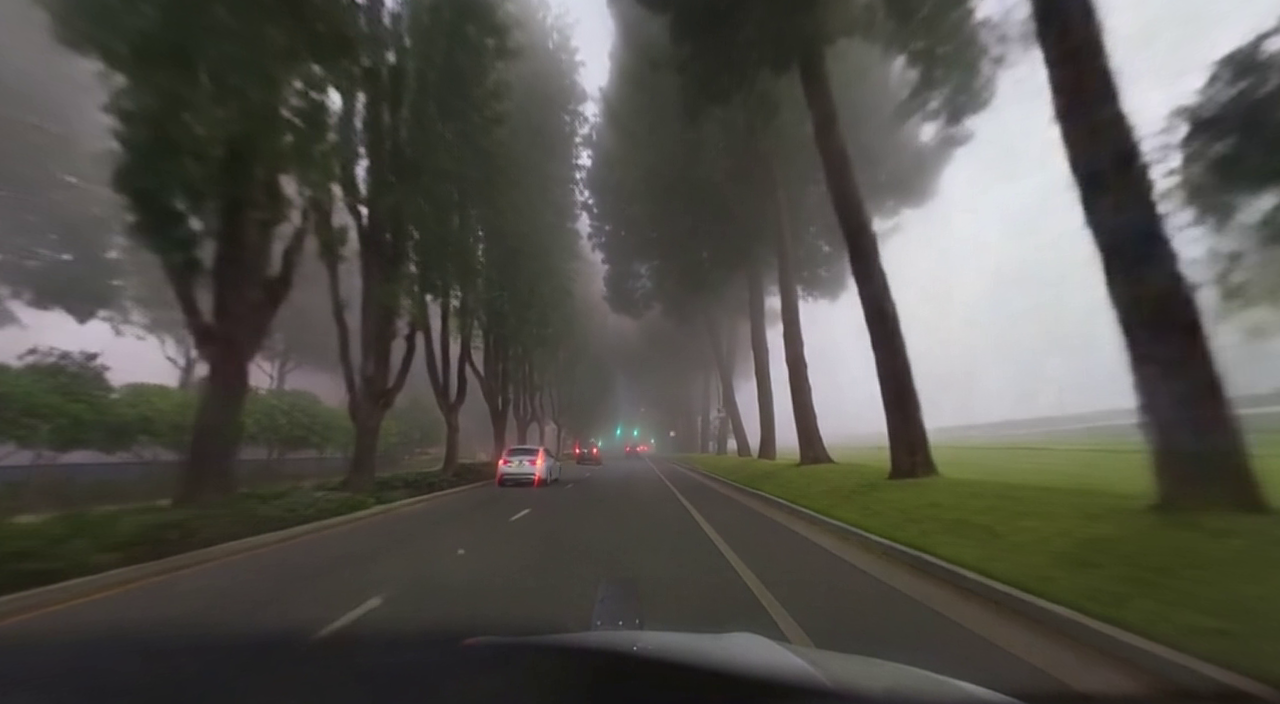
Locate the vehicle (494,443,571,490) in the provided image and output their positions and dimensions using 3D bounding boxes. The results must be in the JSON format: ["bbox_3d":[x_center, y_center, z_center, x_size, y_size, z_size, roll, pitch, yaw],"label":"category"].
[{"bbox_3d":[-3.641,3.938,22.096,1.932,1.431,4.144,-1,-8,1],"label":"vehicle"}]
